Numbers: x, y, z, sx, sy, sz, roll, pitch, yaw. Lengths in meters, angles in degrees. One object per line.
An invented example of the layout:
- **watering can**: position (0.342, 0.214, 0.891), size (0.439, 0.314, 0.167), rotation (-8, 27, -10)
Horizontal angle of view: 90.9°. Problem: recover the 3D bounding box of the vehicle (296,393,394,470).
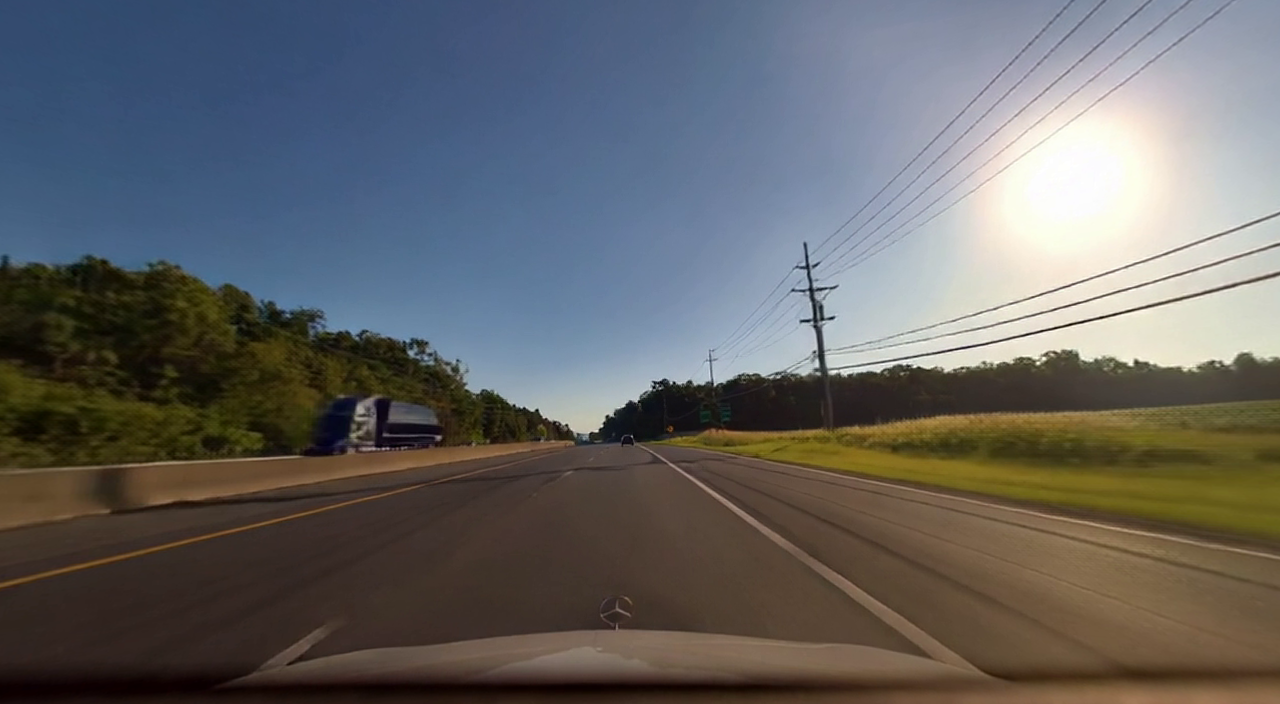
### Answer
- **vehicle**: position (-17.734, 4.887, 38.450), size (2.924, 4.272, 6.223), rotation (0, -8, -1)
